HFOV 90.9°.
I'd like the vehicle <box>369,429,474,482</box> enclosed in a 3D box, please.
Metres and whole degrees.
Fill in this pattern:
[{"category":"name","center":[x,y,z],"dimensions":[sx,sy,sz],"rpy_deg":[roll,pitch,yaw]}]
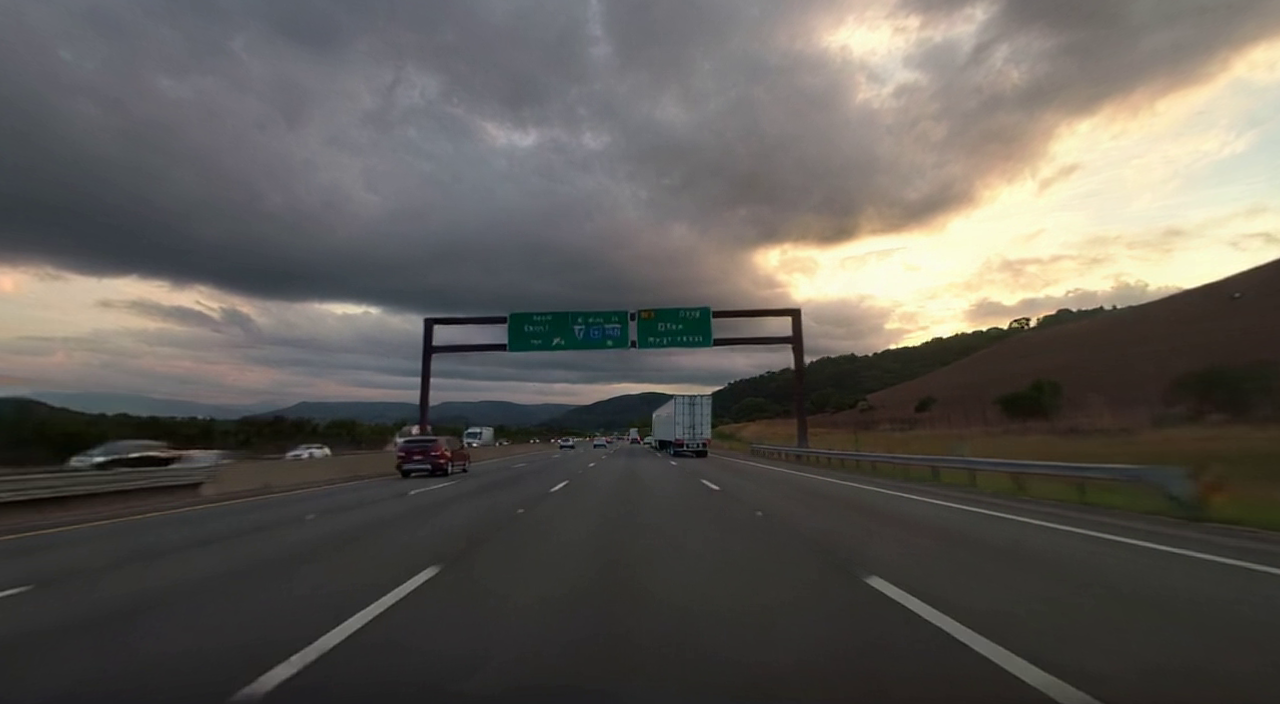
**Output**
[{"category":"vehicle","center":[-7.472,3.569,22.147],"dimensions":[2.076,1.636,4.597],"rpy_deg":[0,-8,-1]}]

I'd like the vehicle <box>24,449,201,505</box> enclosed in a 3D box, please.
[{"category":"vehicle","center":[-15.236,3.596,18.529],"dimensions":[1.883,1.356,3.865],"rpy_deg":[0,-8,0]}]

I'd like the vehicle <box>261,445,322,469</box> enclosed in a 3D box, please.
[{"category":"vehicle","center":[-24.155,7.279,43.868],"dimensions":[1.784,1.476,4.401],"rpy_deg":[0,-8,-1]}]

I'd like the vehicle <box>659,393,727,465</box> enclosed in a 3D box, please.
[{"category":"vehicle","center":[2.939,4.783,38.941],"dimensions":[2.760,3.710,12.230],"rpy_deg":[0,-7,-2]}]
